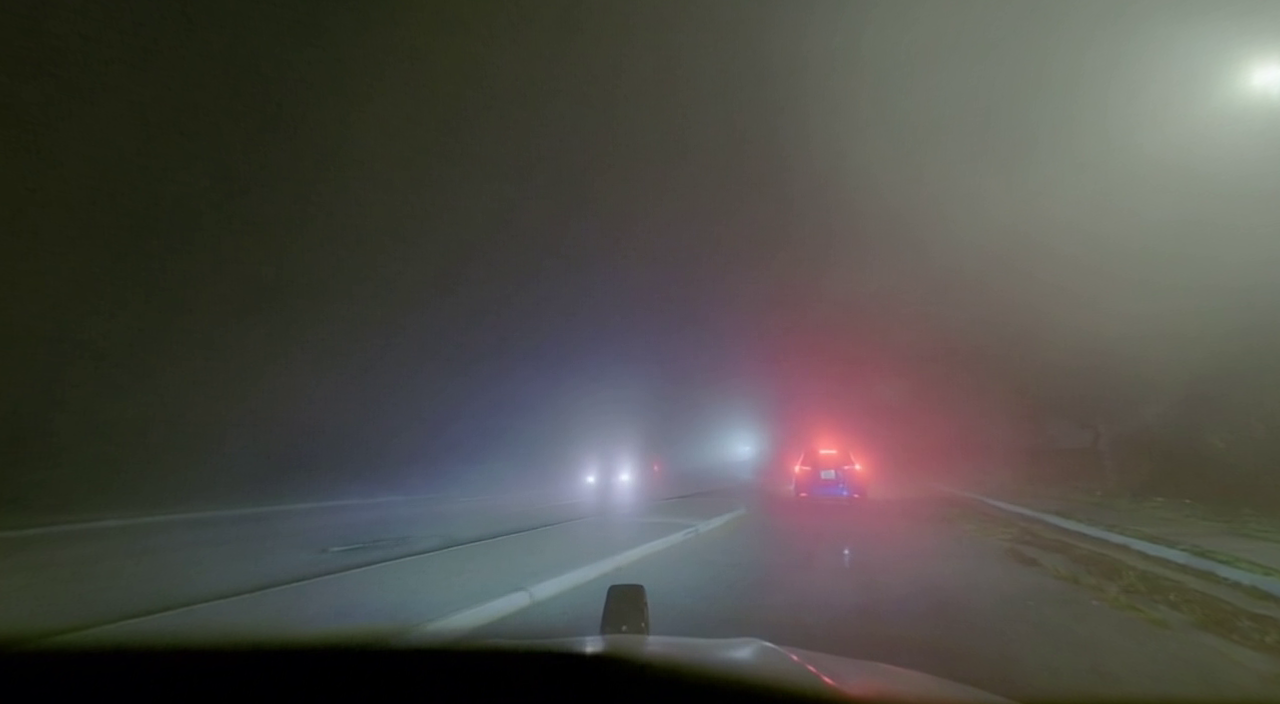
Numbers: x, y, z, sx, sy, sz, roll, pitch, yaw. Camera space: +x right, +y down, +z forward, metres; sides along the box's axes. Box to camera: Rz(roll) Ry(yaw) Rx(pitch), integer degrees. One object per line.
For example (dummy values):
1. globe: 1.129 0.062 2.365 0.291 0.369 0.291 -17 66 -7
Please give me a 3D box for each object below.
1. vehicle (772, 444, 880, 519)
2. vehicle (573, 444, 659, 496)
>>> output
1. vehicle: 4.577 3.023 15.326 2.148 1.521 4.089 -3 -9 19
2. vehicle: -0.864 4.889 26.703 2.150 1.927 5.209 -3 -9 15
